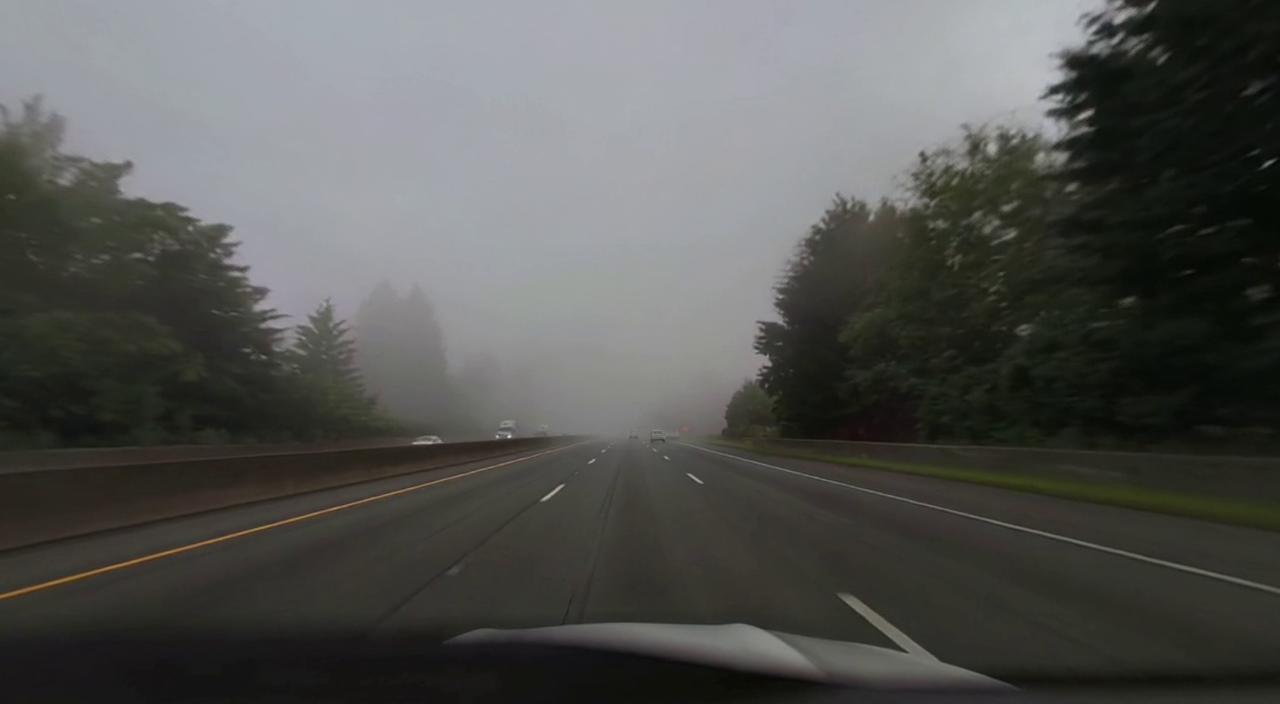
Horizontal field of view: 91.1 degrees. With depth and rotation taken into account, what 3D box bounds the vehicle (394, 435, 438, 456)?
[{"bbox_3d":[-17.172,7.135,48.416,1.855,1.522,4.394,0,-7,0],"label":"vehicle"}]
